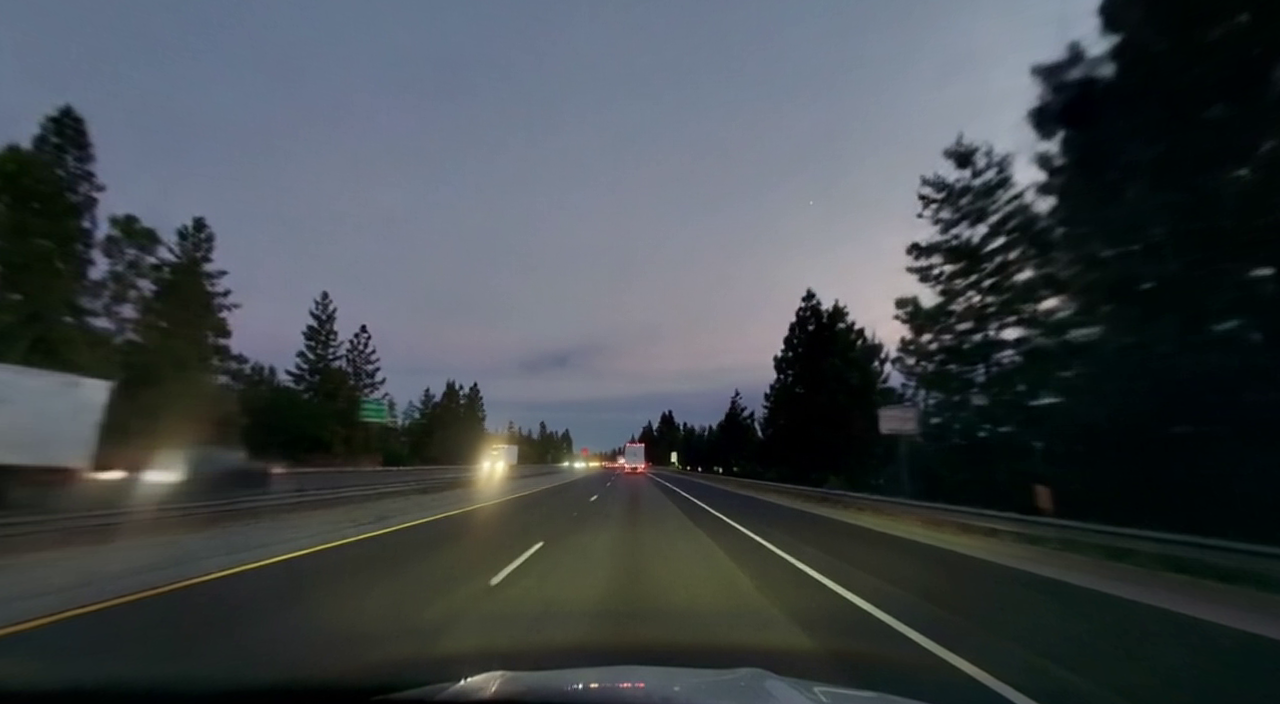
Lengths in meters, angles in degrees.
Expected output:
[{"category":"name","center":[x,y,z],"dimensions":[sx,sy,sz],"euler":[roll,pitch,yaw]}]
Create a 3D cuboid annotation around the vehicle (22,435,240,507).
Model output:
[{"category":"vehicle","center":[-12.197,2.925,15.578],"dimensions":[1.838,1.494,4.195],"euler":[1,-10,0]}]
